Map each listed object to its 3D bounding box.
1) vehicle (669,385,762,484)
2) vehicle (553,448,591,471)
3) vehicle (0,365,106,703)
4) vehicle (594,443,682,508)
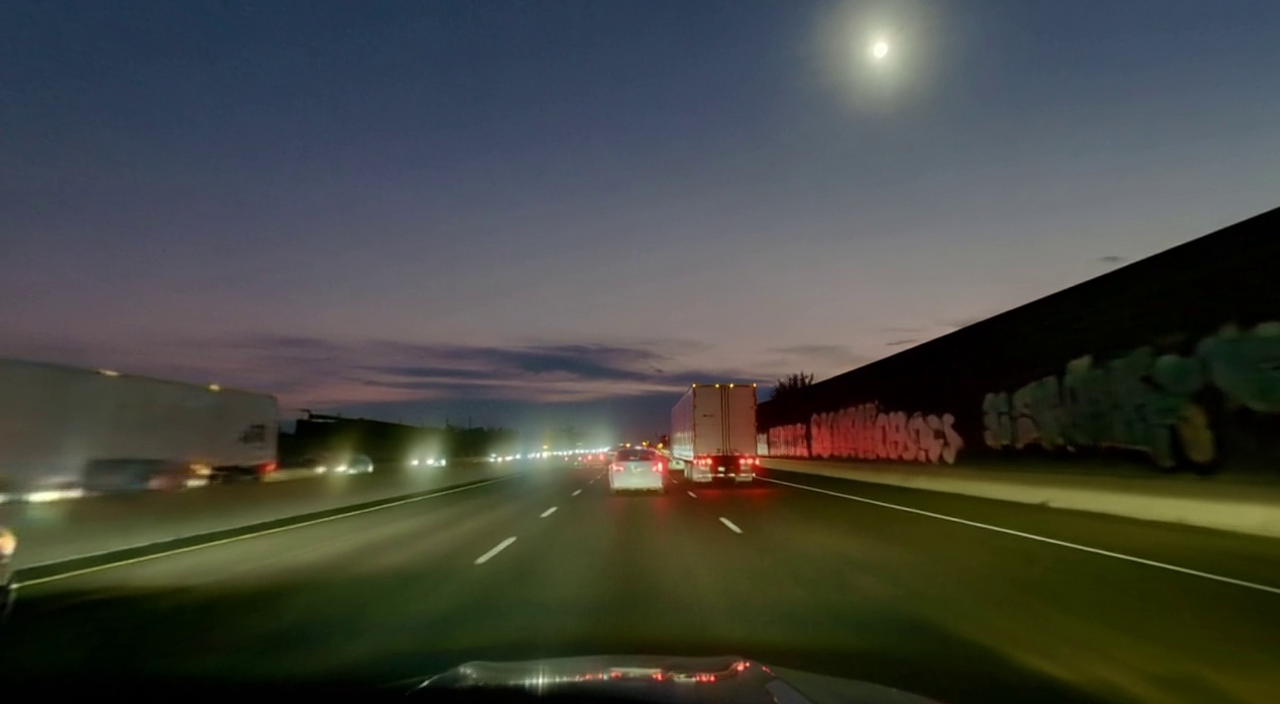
[{"bbox_3d":[3.453,4.467,33.194,2.902,4.014,14.446,0,-9,-1],"label":"vehicle"},{"bbox_3d":[-4.560,7.296,42.967,2.067,1.481,4.085,-1,-9,1],"label":"vehicle"},{"bbox_3d":[-4.283,0.686,1.434,1.988,1.750,4.711,0,-9,-1],"label":"vehicle"},{"bbox_3d":[-0.098,3.154,16.514,2.033,1.468,4.015,0,-9,-1],"label":"vehicle"}]
